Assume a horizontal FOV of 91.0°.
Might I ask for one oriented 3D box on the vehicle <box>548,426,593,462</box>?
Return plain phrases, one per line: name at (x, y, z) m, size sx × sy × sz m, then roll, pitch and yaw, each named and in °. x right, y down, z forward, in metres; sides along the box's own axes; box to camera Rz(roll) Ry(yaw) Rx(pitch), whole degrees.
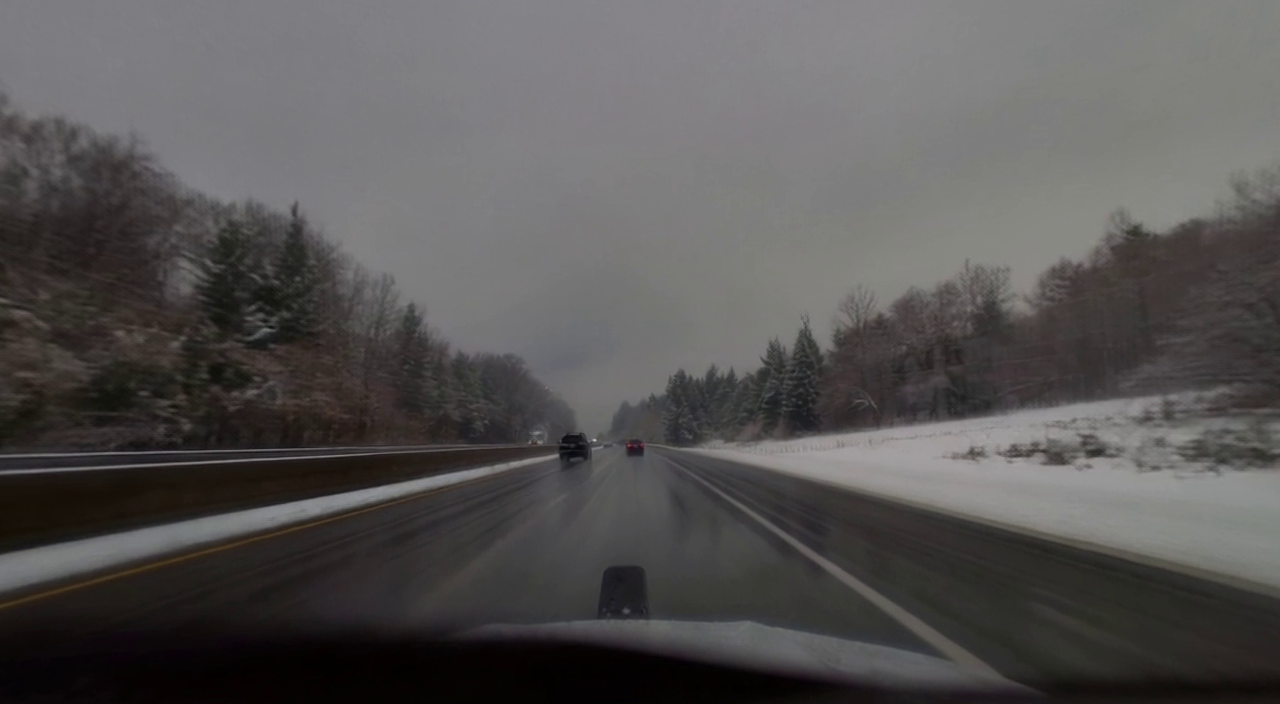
vehicle at (-4.160, 5.660, 38.602) m, size 2.241 × 2.034 × 4.890 m, roll 0°, pitch -8°, yaw 0°
